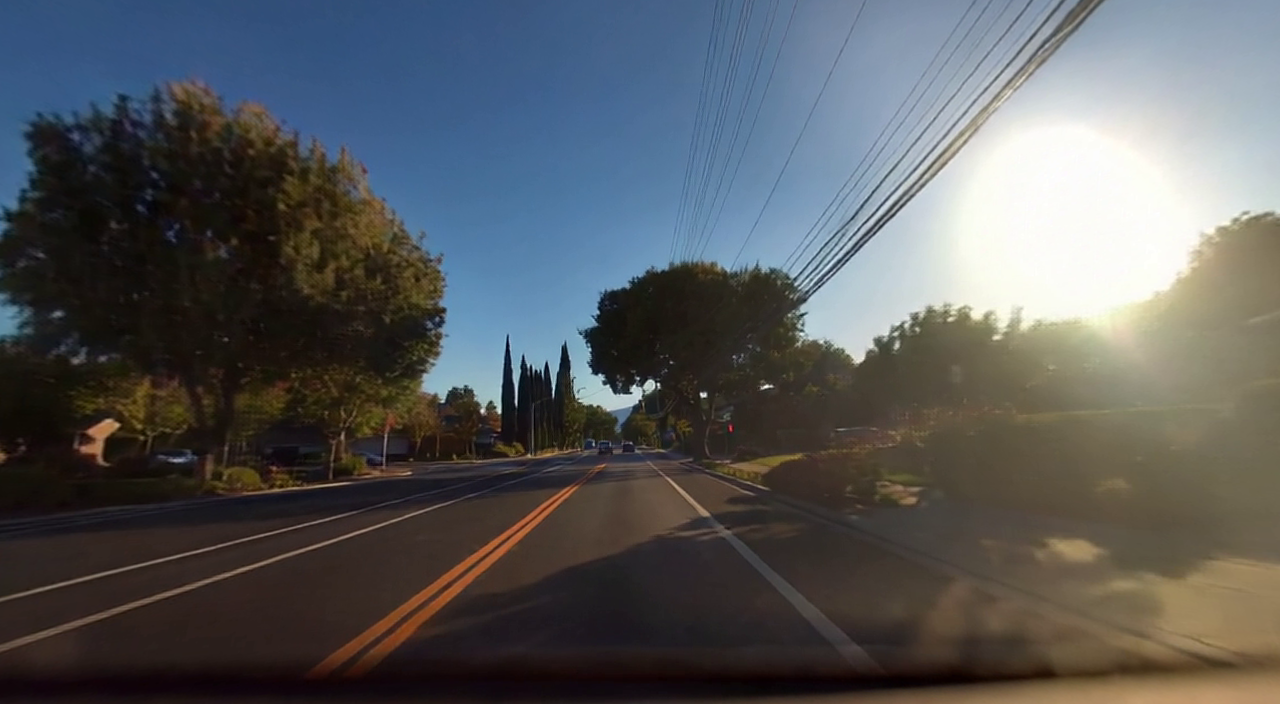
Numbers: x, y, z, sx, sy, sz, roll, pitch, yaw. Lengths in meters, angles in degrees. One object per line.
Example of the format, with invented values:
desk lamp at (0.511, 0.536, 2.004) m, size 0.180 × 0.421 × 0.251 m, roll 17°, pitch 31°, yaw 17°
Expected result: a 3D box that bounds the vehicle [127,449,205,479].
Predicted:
vehicle at (-33.444, 7.873, 44.783) m, size 1.885 × 1.698 × 5.050 m, roll 0°, pitch -6°, yaw -3°
